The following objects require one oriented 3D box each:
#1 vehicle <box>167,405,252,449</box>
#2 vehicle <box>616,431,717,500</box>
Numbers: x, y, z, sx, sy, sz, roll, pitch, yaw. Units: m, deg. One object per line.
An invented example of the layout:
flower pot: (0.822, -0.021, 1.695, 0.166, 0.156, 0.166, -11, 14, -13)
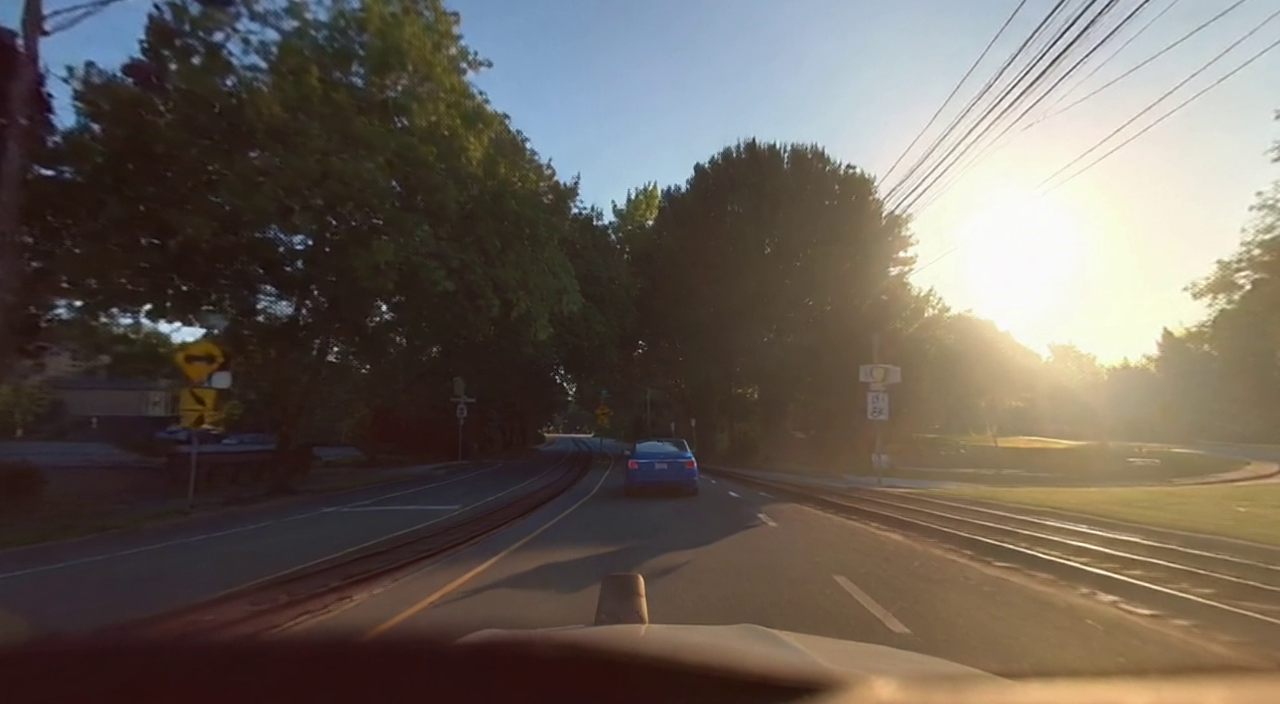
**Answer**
vehicle: (-30.421, 5.389, 44.975, 2.983, 2.816, 7.042, 3, -8, -18)
vehicle: (0.575, 2.885, 16.582, 2.295, 1.510, 4.364, 1, -8, -1)
